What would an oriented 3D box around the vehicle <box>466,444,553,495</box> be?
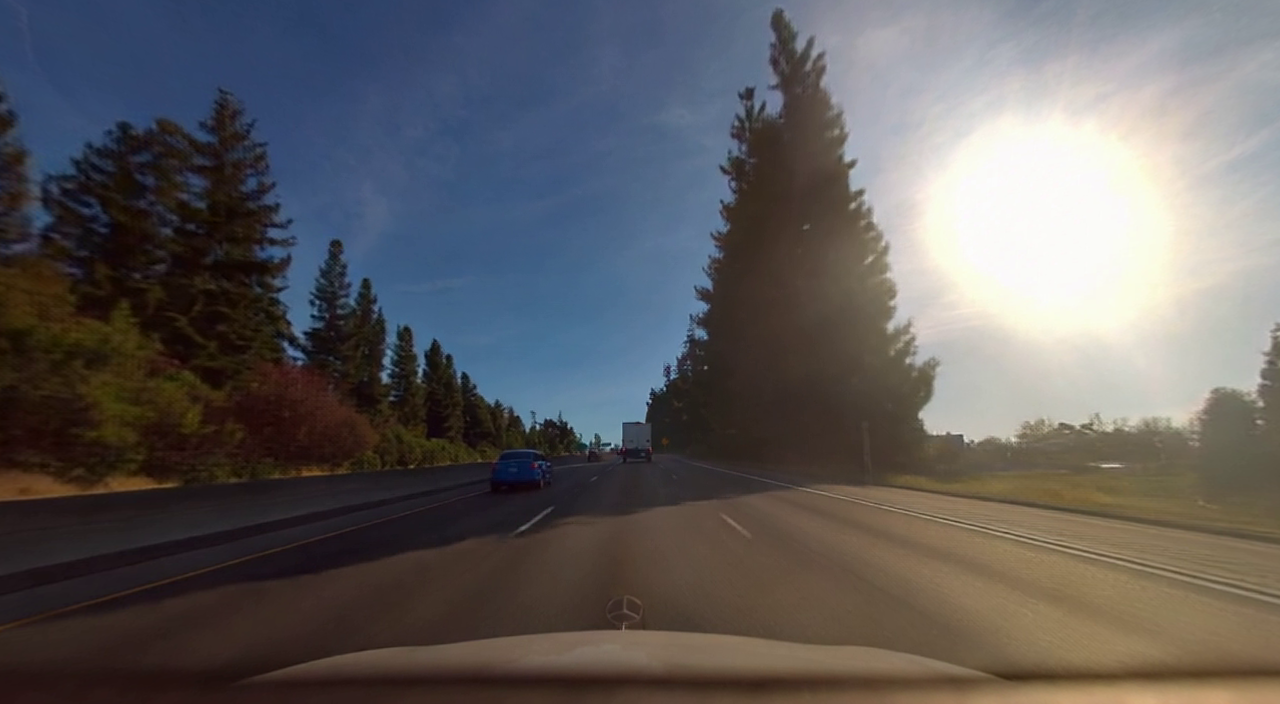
[{"bbox_3d":[-4.278,3.918,21.430,1.916,1.506,4.476,0,-9,1],"label":"vehicle"}]
